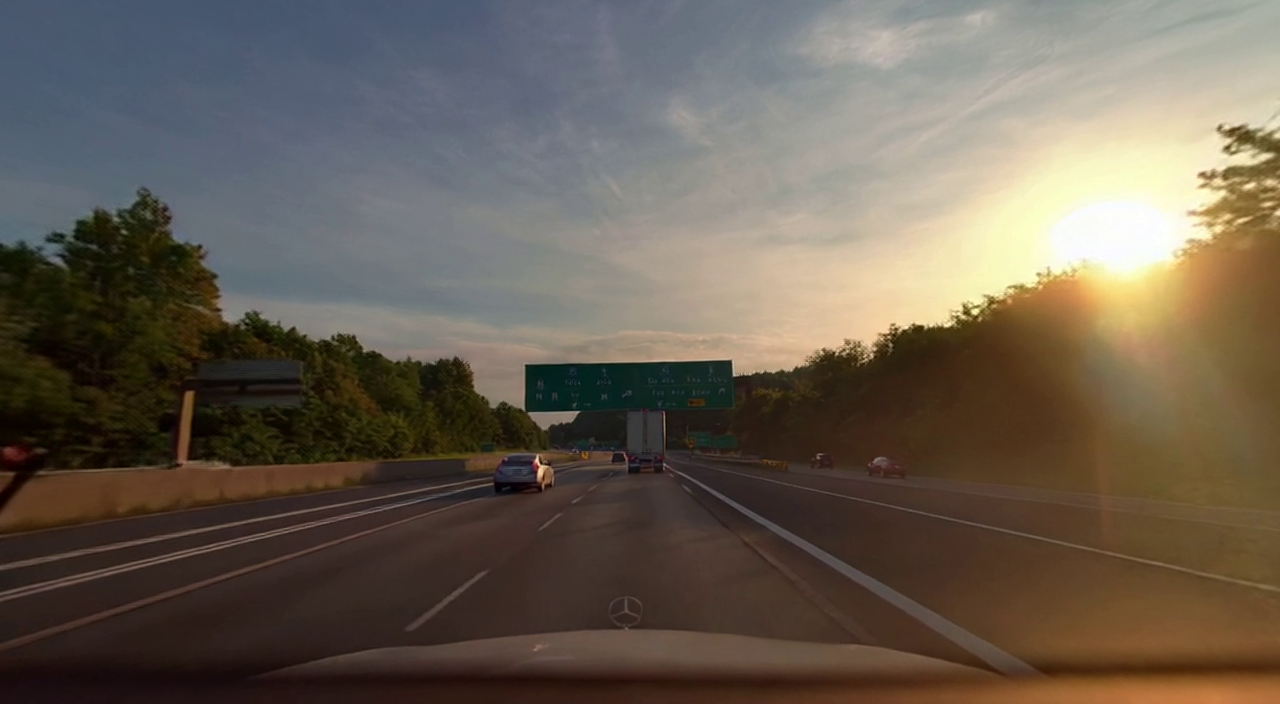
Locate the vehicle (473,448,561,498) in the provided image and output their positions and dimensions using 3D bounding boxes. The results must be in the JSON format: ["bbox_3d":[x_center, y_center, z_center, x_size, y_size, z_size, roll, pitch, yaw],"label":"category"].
[{"bbox_3d":[-3.883,3.882,20.695,1.931,1.466,4.458,0,-9,1],"label":"vehicle"}]

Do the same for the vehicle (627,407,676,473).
[{"bbox_3d":[0.751,6.265,44.392,3.022,4.072,10.318,0,-9,1],"label":"vehicle"}]
